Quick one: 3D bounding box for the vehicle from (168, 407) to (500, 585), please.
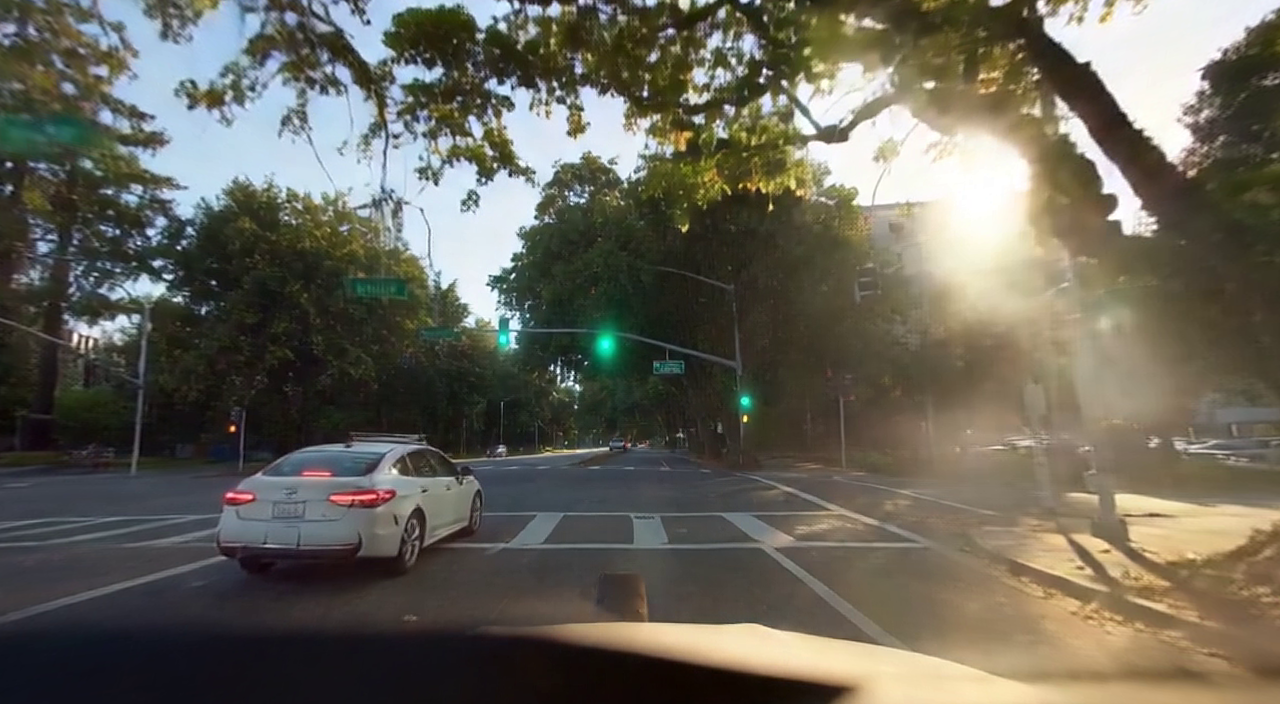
[{"bbox_3d":[-3.276,1.640,8.050,2.076,1.599,4.483,0,-8,-2],"label":"vehicle"}]
